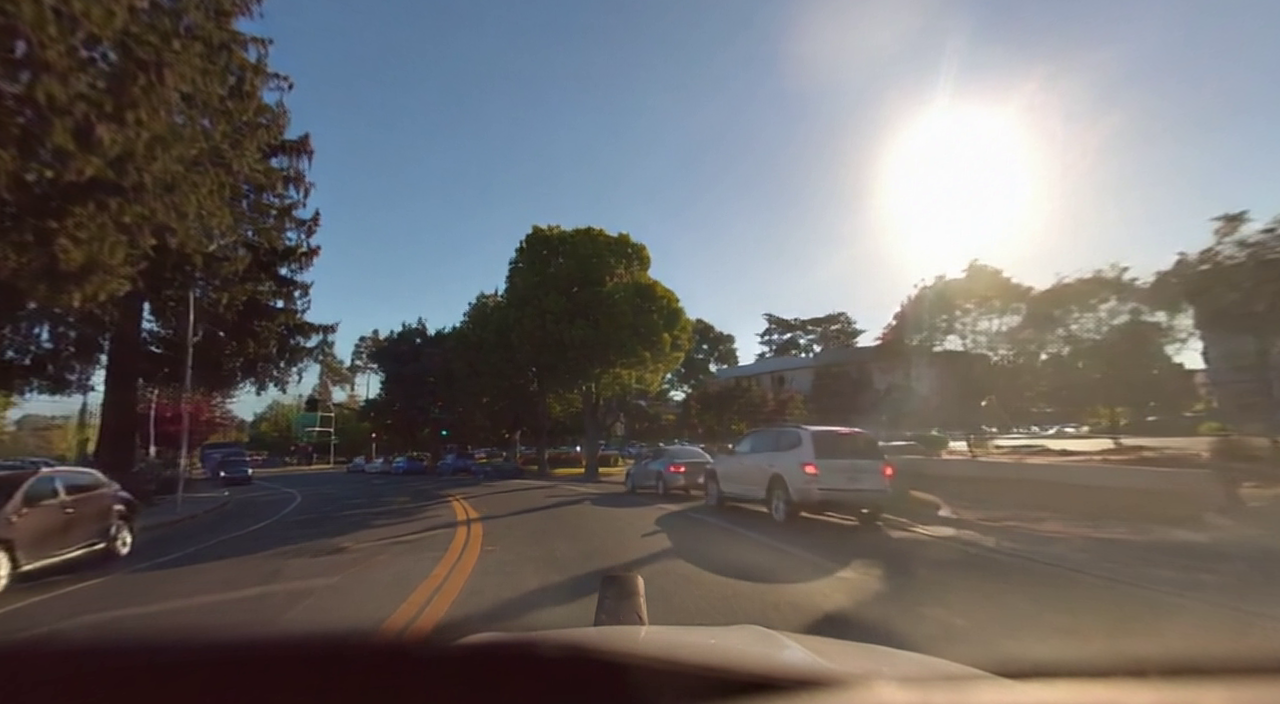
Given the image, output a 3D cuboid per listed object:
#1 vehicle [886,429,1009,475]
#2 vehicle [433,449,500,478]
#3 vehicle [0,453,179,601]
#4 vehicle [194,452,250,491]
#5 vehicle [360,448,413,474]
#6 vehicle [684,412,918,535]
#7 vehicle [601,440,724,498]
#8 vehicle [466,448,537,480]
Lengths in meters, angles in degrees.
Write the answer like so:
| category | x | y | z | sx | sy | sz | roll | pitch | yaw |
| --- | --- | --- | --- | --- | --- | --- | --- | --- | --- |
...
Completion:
| category | x | y | z | sx | sy | sz | roll | pitch | yaw |
| --- | --- | --- | --- | --- | --- | --- | --- | --- | --- |
| vehicle | 11.457 | 3.659 | 23.448 | 4.577 | 1.531 | 2.098 | 6 | -10 | -36 |
| vehicle | -10.151 | 6.454 | 36.805 | 2.016 | 1.509 | 4.789 | 6 | -10 | -38 |
| vehicle | -8.222 | 2.177 | 8.004 | 2.142 | 1.483 | 4.629 | -3 | -7 | -13 |
| vehicle | -23.553 | 6.607 | 35.482 | 2.171 | 1.838 | 5.344 | 2 | -8 | -38 |
| vehicle | -19.961 | 8.521 | 49.535 | 2.255 | 1.863 | 5.629 | 6 | -10 | -38 |
| vehicle | 2.618 | 2.153 | 11.936 | 2.289 | 1.785 | 4.944 | 1 | -8 | -12 |
| vehicle | 0.502 | 3.448 | 19.150 | 2.066 | 1.509 | 4.579 | 3 | -9 | -21 |
| vehicle | -7.197 | 5.695 | 32.512 | 1.884 | 1.508 | 4.713 | 5 | -10 | -34 |
